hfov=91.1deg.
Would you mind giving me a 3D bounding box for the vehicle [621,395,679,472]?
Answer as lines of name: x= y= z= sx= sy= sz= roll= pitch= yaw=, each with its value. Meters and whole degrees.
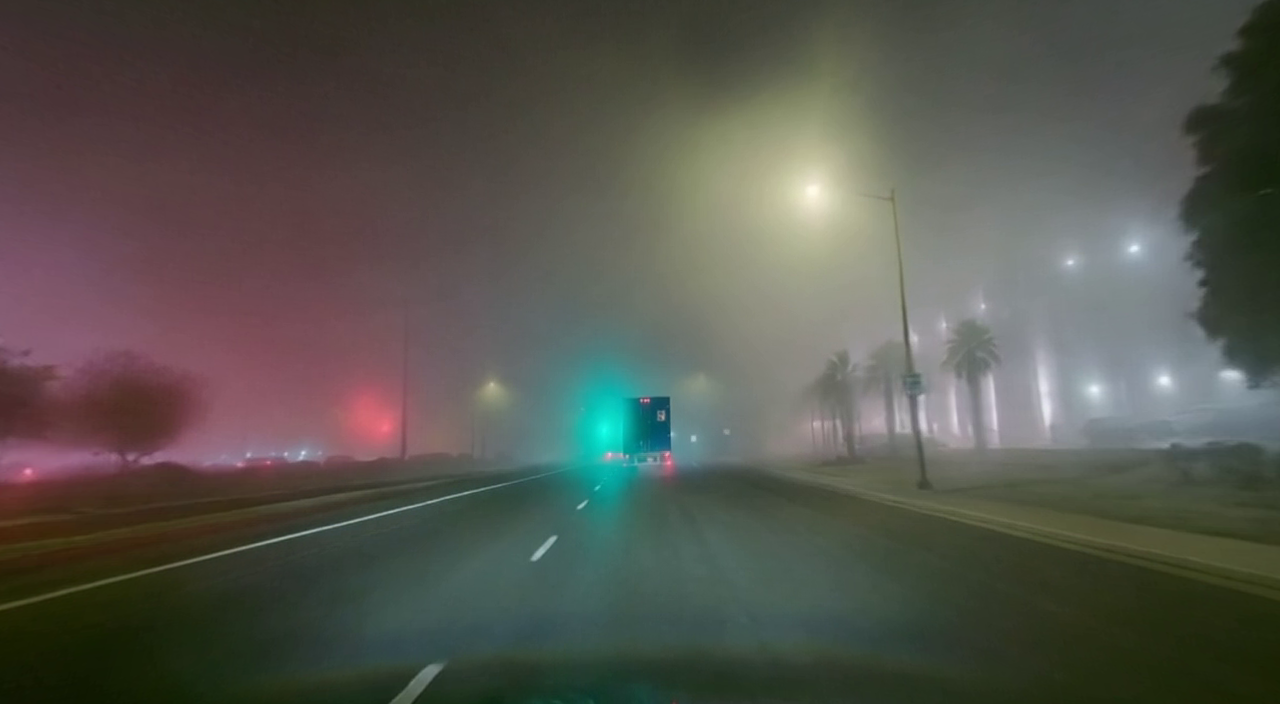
vehicle: x=0.371 y=5.097 z=38.341 sx=2.992 sy=3.949 sz=11.815 roll=0 pitch=-9 yaw=-1
